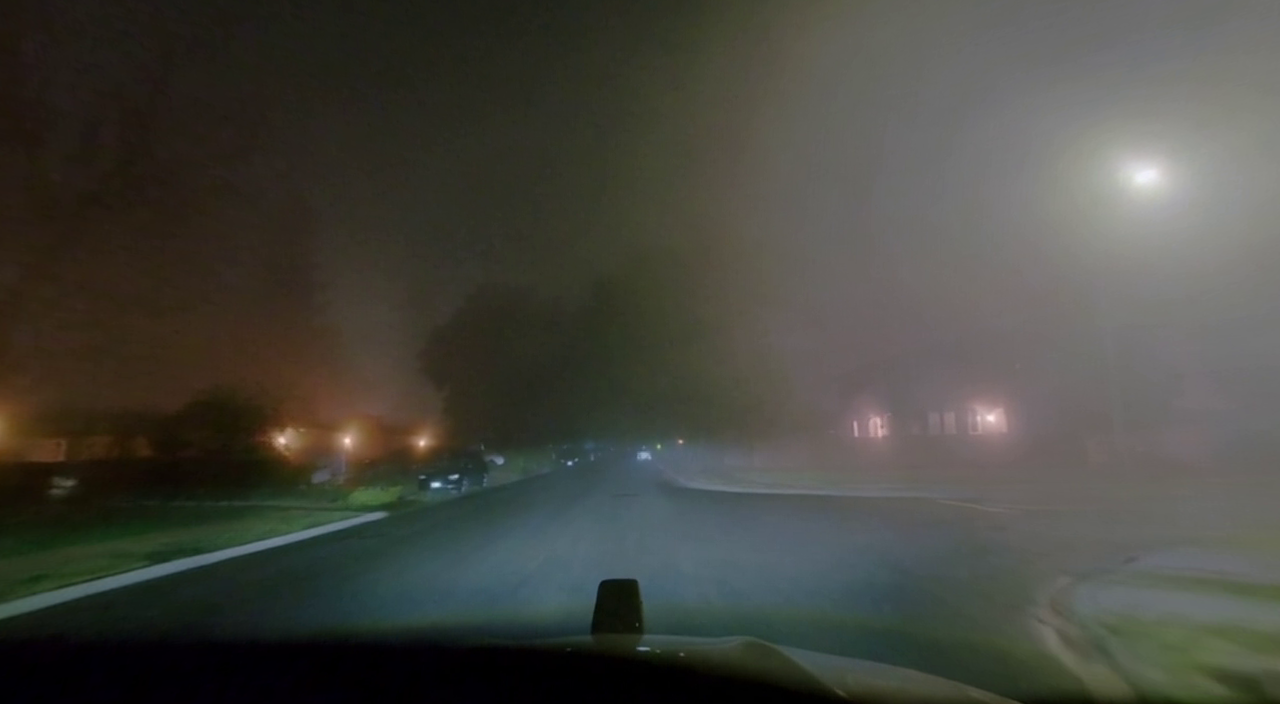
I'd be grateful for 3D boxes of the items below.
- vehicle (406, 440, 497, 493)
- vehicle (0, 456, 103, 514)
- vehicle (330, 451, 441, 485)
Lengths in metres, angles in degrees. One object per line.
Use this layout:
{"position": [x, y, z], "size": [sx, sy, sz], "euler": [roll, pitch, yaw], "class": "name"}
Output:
{"position": [-7.442, 4.628, 25.533], "size": [2.091, 1.912, 4.598], "euler": [0, -10, 2], "class": "vehicle"}
{"position": [-17.998, 3.677, 17.723], "size": [4.147, 1.423, 1.875], "euler": [0, -7, 0], "class": "vehicle"}
{"position": [-12.433, 5.692, 31.090], "size": [4.538, 1.578, 2.000], "euler": [0, -9, 1], "class": "vehicle"}
